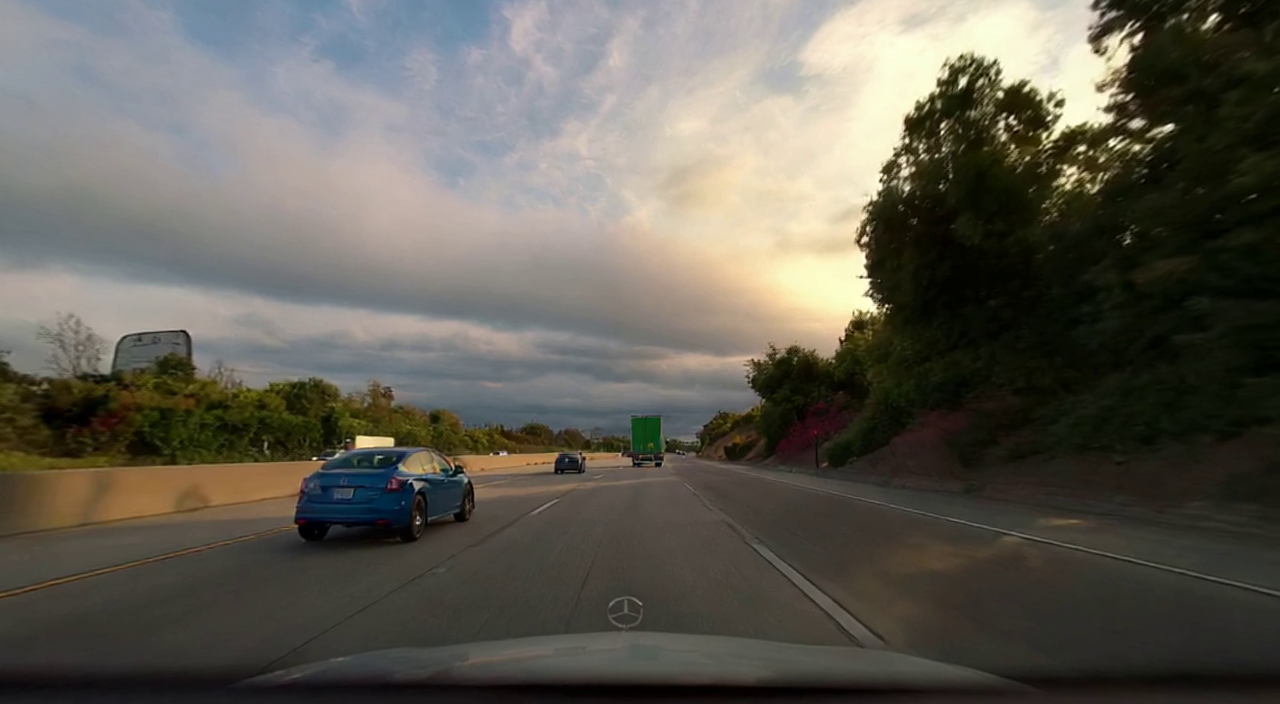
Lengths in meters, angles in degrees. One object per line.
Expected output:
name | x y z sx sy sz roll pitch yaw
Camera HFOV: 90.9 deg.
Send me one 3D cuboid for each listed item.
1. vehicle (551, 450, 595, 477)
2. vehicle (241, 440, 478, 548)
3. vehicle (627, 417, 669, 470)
vehicle | -3.755 6.297 35.963 1.981 1.435 4.199 0 -9 1
vehicle | -4.409 2.287 10.871 2.010 1.461 4.391 0 -9 1
vehicle | 0.533 7.014 48.099 2.893 3.628 9.081 0 -9 0
